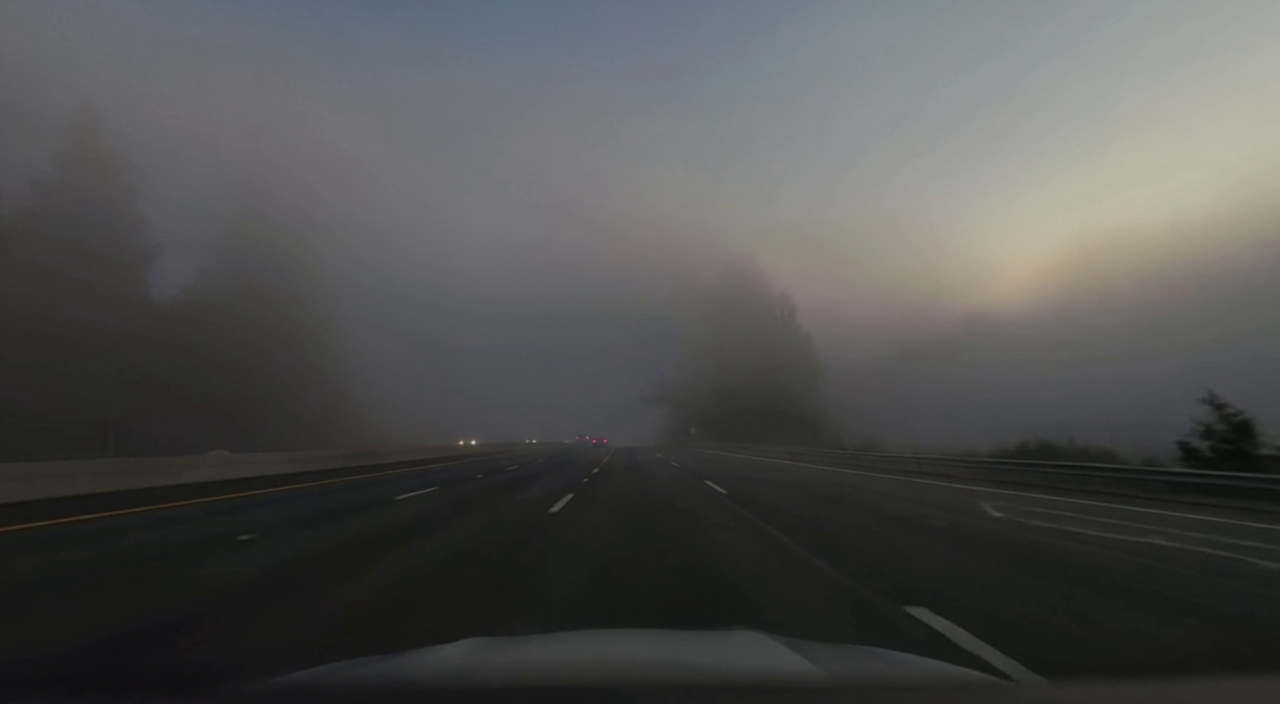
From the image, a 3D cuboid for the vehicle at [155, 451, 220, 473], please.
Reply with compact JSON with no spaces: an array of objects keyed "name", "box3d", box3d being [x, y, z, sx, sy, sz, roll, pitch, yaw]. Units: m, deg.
[{"name":"vehicle","box3d":[-34.362,8.356,47.870,1.718,1.467,4.192,-1,-8,3]}]
